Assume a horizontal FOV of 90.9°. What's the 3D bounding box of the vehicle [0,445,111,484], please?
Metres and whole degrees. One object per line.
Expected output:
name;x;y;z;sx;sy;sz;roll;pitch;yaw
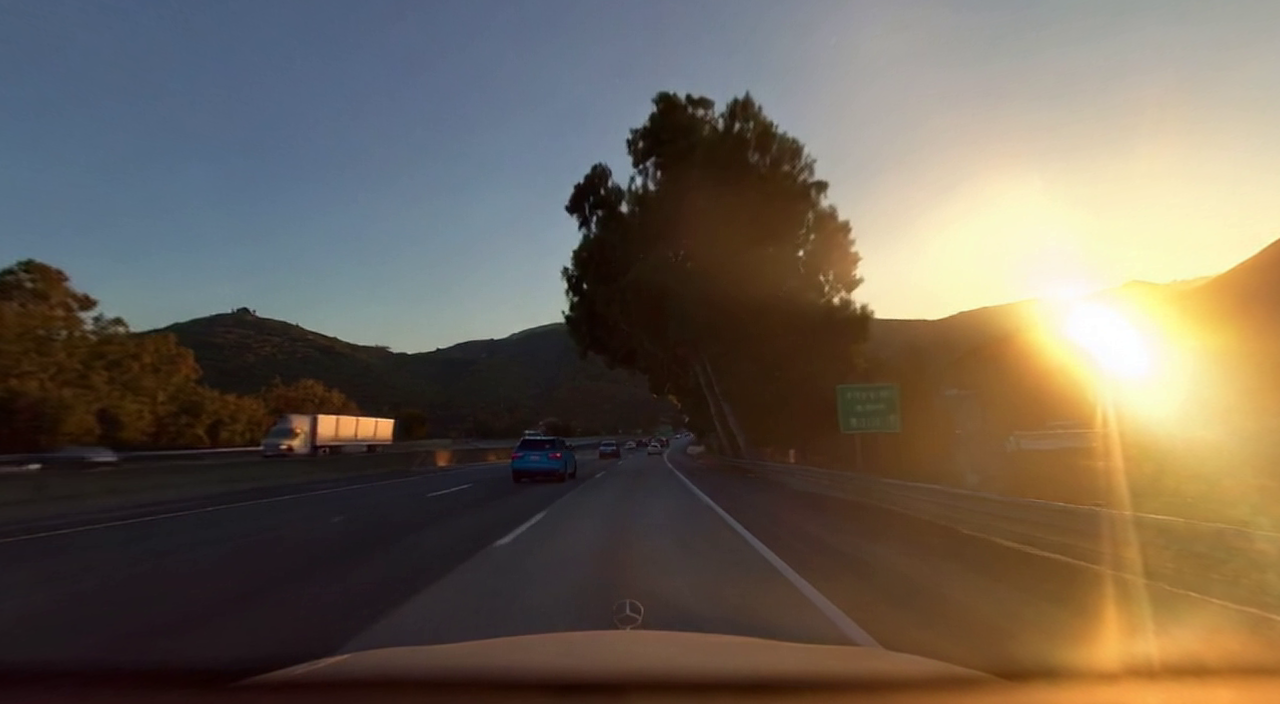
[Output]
vehicle;-24.584;4.556;25.880;1.947;1.470;4.344;0;-8;1

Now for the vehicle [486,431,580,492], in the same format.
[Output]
vehicle;-3.278;3.476;20.321;2.138;1.718;4.415;0;-8;1
